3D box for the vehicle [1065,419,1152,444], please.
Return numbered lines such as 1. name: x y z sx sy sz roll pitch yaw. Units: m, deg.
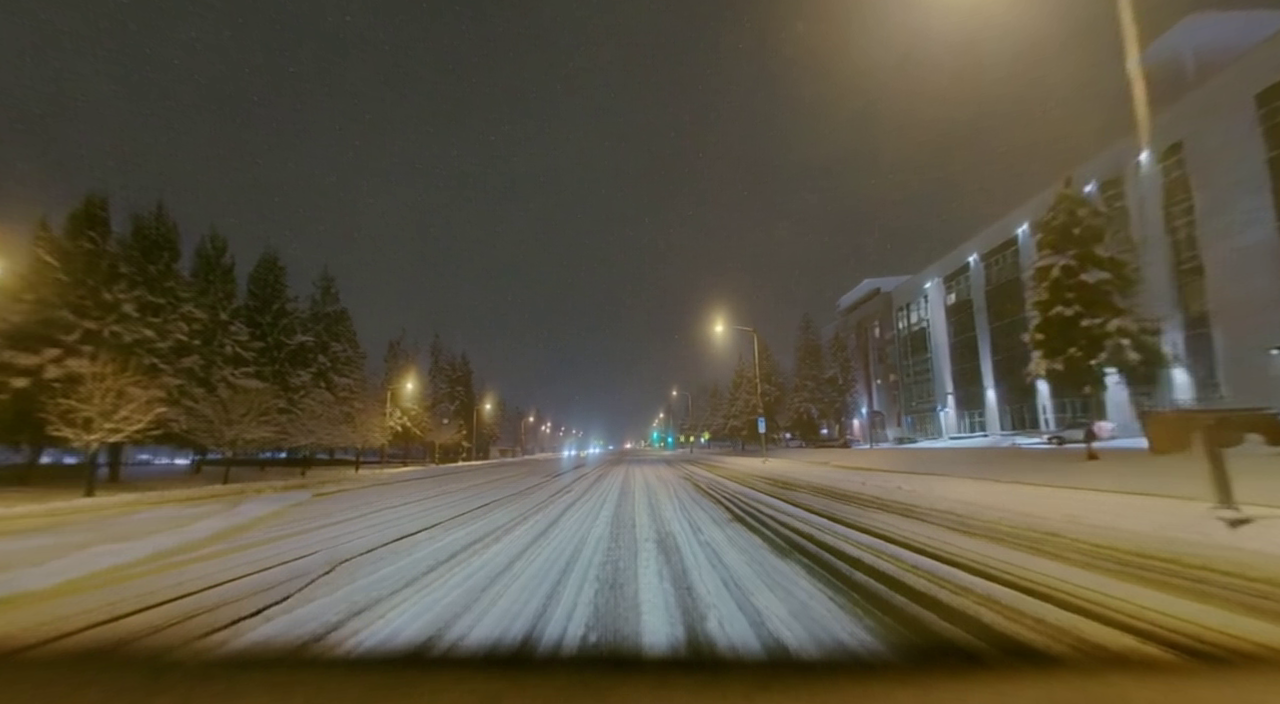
1. vehicle: 32.685 5.577 44.146 4.531 1.672 1.895 0 -8 0
